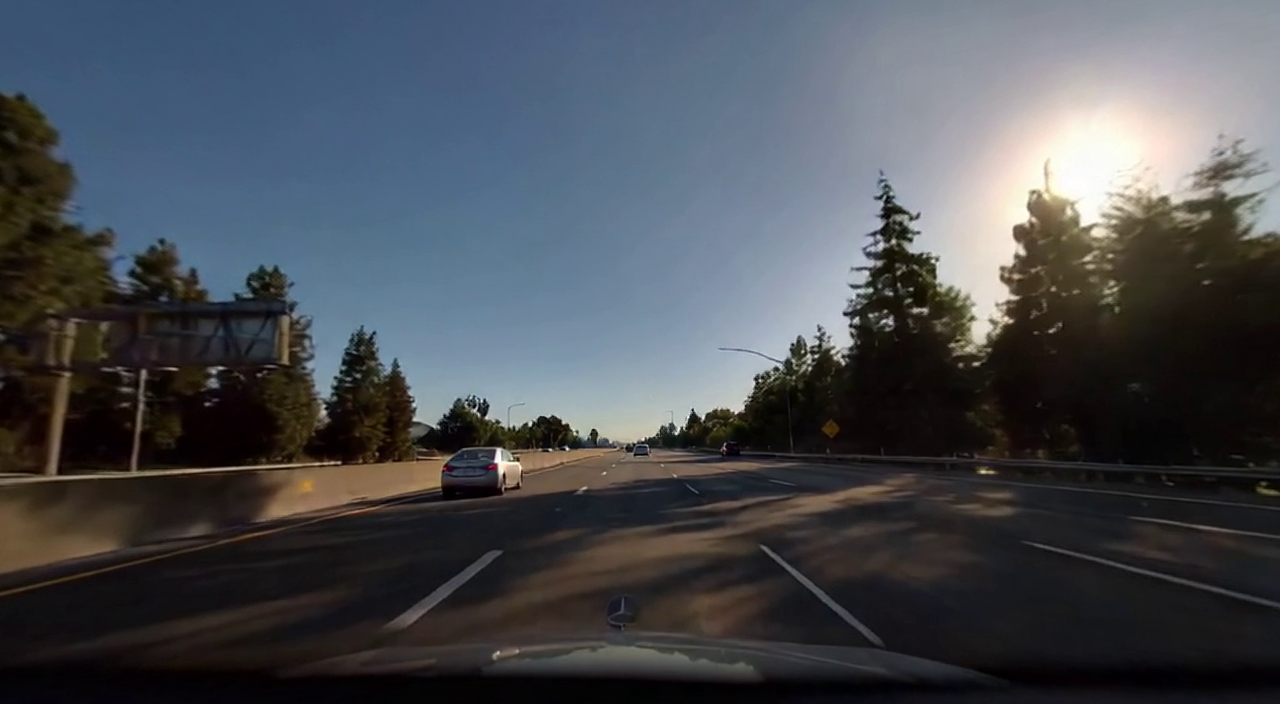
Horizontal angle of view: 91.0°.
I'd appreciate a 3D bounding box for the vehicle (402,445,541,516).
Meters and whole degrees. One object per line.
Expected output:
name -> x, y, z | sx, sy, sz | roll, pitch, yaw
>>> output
vehicle -> -3.960, 3.104, 15.782 | 2.162, 1.493, 4.583 | 0, -9, 1
